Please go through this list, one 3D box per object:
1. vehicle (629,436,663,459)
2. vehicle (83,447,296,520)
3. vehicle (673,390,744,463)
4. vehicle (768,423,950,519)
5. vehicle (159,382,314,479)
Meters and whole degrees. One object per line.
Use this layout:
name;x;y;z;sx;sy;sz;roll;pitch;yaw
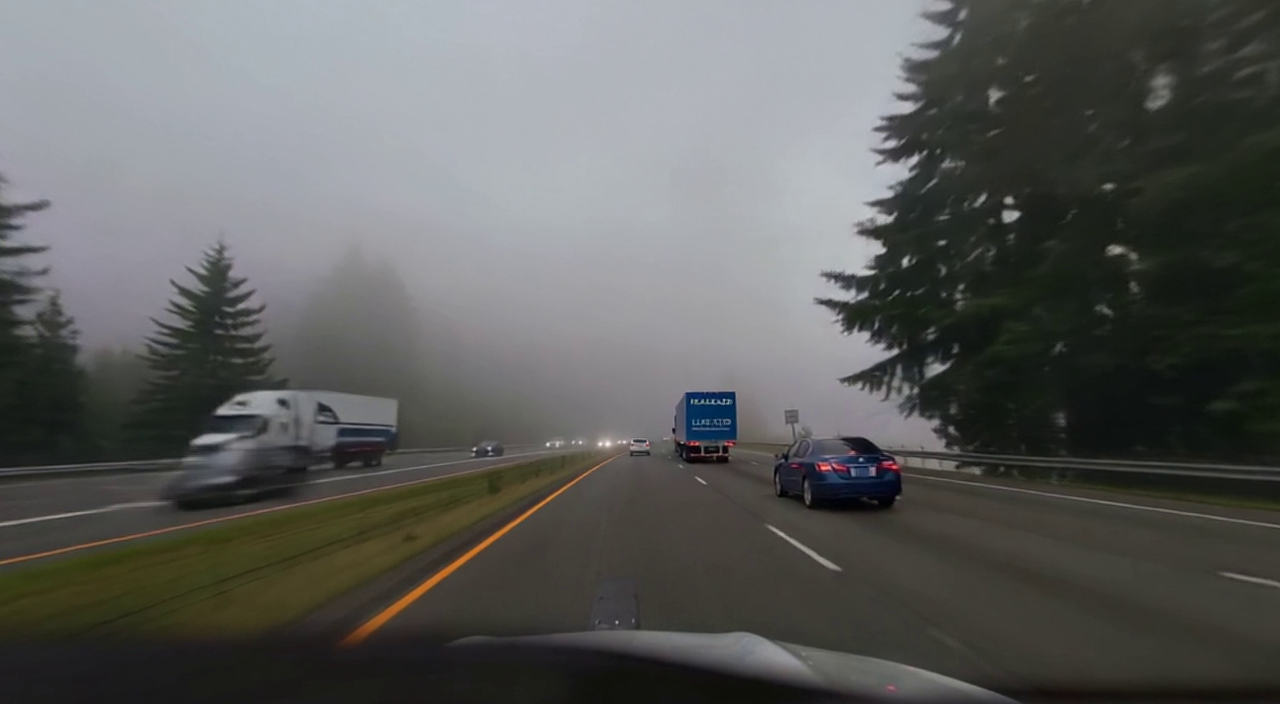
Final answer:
vehicle;0.450;6.551;43.429;2.209;1.499;4.144;0;-8;1
vehicle;-10.686;3.104;15.468;2.010;1.426;4.364;0;-8;0
vehicle;4.182;5.090;42.123;3.171;4.072;13.784;0;-8;0
vehicle;4.061;2.261;12.593;2.028;1.573;4.207;0;-8;-2
vehicle;-18.132;3.592;28.876;2.988;3.961;5.816;0;-8;1
